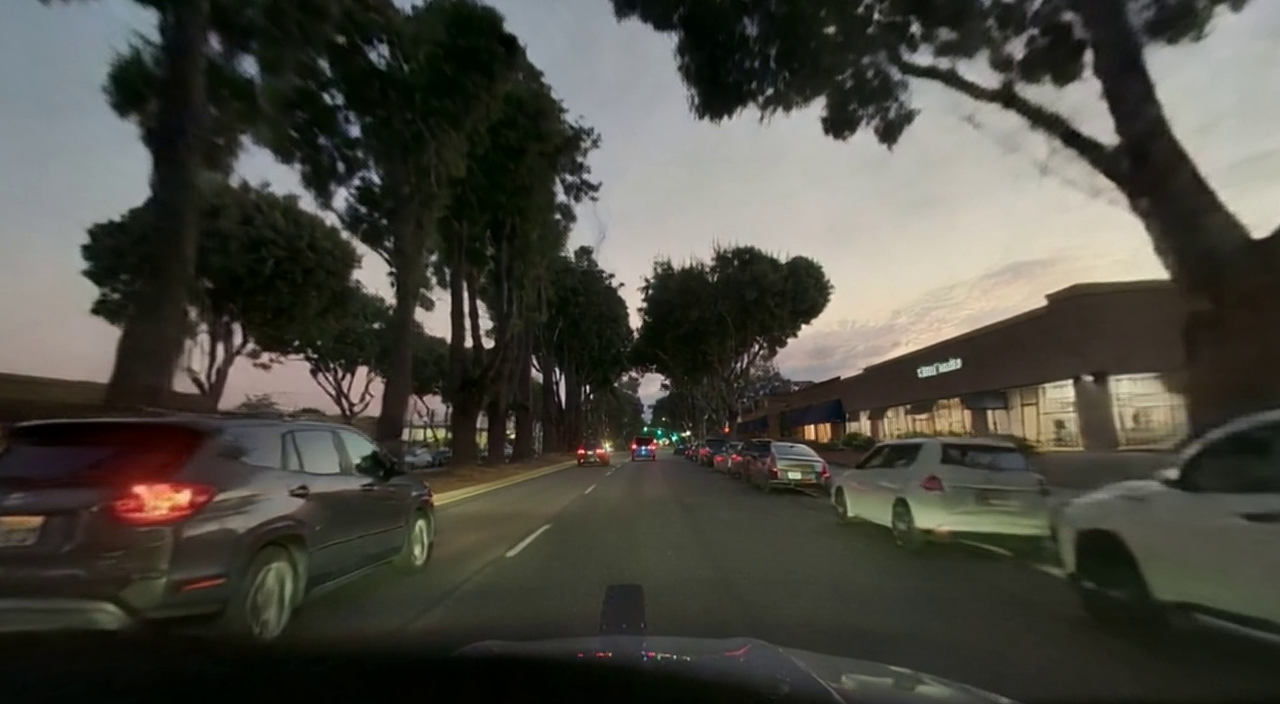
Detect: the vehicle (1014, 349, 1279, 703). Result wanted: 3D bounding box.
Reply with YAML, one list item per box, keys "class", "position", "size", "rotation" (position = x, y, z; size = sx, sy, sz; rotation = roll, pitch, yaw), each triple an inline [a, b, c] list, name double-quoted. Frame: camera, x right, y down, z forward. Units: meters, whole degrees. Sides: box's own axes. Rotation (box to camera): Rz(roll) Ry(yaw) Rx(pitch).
- class: "vehicle"
  position: [4.131, 0.850, 2.709]
  size: [2.068, 1.809, 4.889]
  rotation: [0, -8, 1]

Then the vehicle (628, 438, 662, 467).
- class: "vehicle"
  position: [0.315, 6.528, 41.096]
  size: [2.075, 1.770, 4.018]
  rotation: [0, -8, 0]

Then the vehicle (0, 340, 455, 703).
- class: "vehicle"
  position: [-3.216, 1.144, 4.620]
  size: [2.186, 1.708, 4.746]
  rotation: [0, -8, 1]

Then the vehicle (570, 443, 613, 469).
- class: "vehicle"
  position: [-2.845, 6.230, 38.040]
  size: [2.151, 1.484, 4.468]
  rotation: [0, -8, 1]

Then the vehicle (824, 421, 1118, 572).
- class: "vehicle"
  position: [4.325, 1.927, 9.186]
  size: [1.940, 1.669, 4.142]
  rotation: [0, -8, -1]

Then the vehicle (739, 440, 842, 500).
- class: "vehicle"
  position: [4.236, 3.369, 18.471]
  size: [1.887, 1.517, 4.257]
  rotation: [0, -8, -1]
